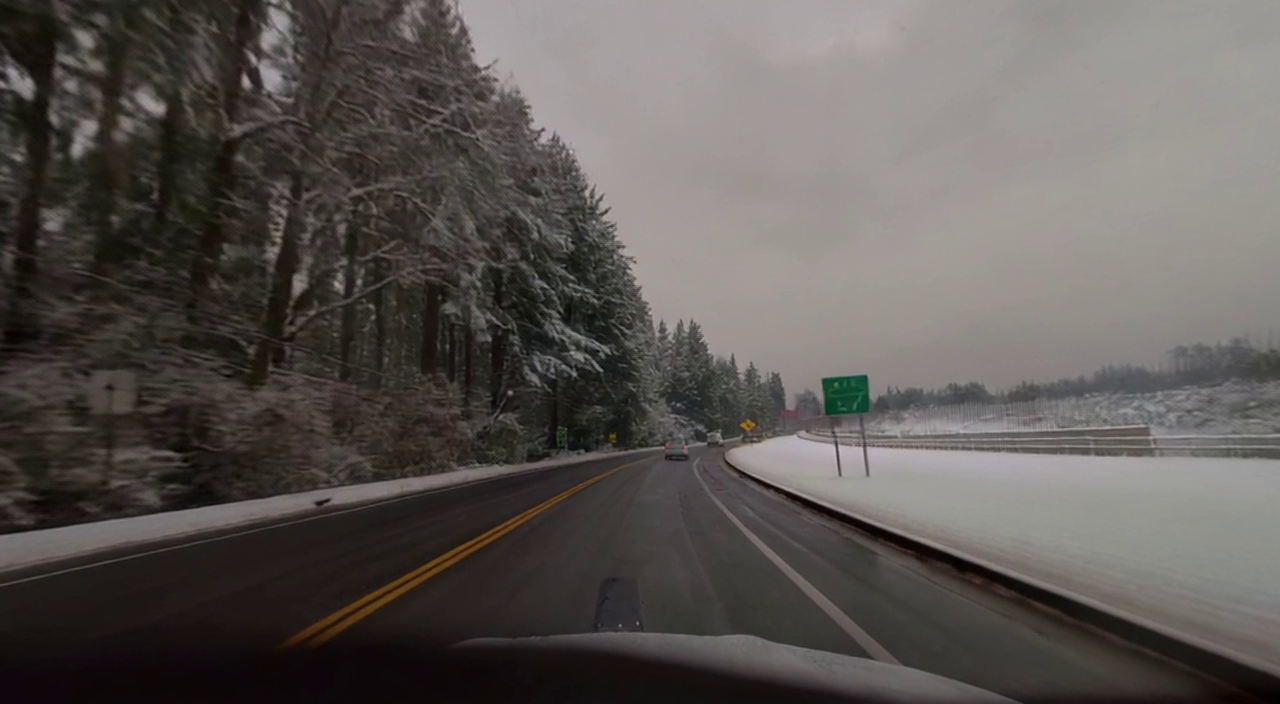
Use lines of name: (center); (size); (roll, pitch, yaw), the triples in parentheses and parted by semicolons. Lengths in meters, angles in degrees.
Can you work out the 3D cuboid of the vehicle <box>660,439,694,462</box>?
vehicle: (2.490, 6.519, 41.989); (2.071, 1.474, 4.047); (-1, -8, 5)
